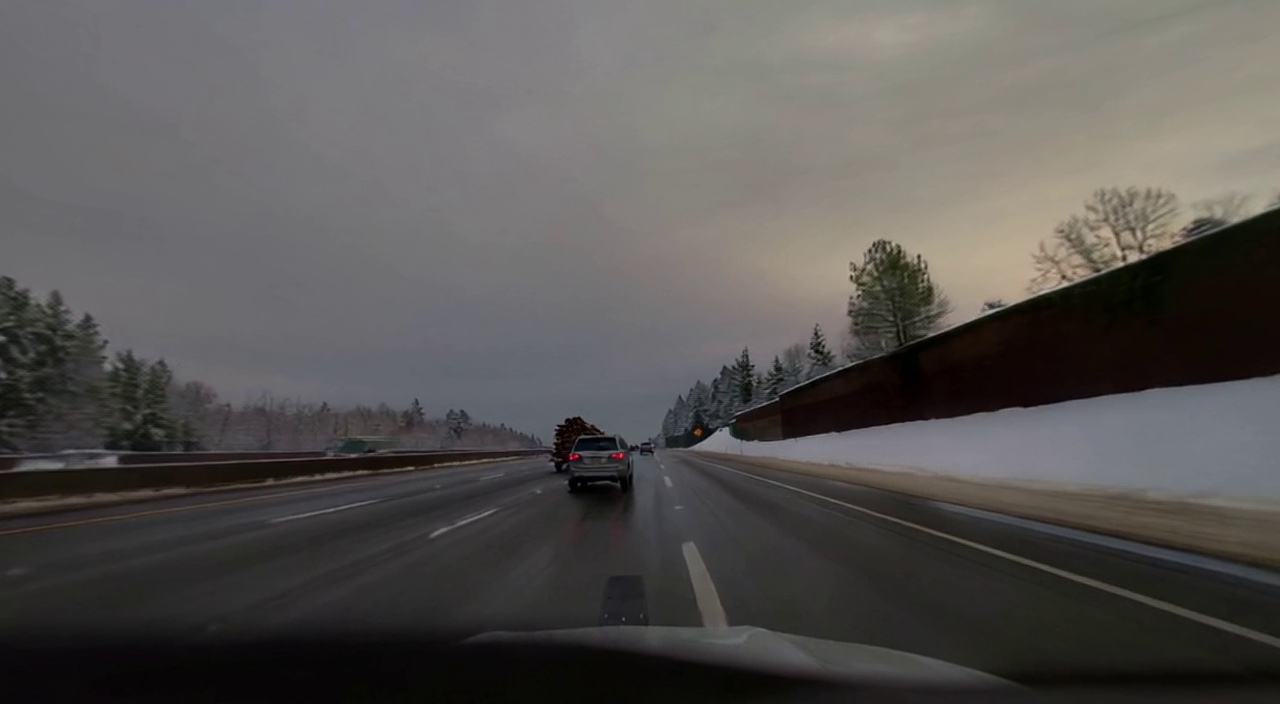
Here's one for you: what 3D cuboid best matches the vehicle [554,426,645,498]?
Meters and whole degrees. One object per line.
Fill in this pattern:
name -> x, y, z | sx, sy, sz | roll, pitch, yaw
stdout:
vehicle -> -0.998, 3.059, 17.910 | 2.114, 1.787, 4.365 | -1, -8, 2

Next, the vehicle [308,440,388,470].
vehicle -> -17.886, 6.320, 39.007 | 2.144, 1.686, 5.596 | 0, -8, 2

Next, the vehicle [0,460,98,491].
vehicle -> -32.464, 6.691, 34.357 | 1.738, 1.450, 4.485 | 0, -8, 1
